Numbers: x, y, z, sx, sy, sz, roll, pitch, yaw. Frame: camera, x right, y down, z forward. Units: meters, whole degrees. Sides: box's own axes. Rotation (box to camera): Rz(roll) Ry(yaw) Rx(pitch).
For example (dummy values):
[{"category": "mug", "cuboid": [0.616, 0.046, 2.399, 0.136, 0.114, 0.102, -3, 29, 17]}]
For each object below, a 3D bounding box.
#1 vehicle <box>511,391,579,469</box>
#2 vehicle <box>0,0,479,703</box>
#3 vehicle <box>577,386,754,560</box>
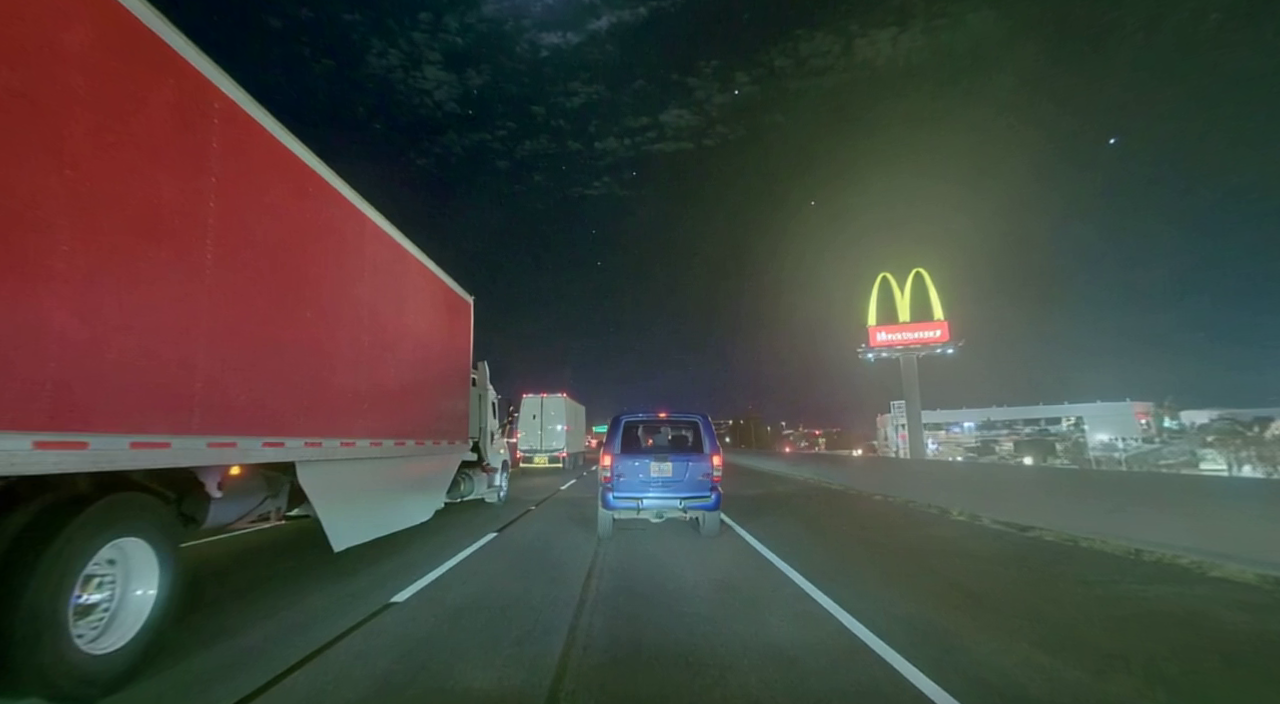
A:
[{"category": "vehicle", "cuboid": [-4.837, 4.322, 33.976, 2.617, 3.604, 9.499, 0, -9, -3]}, {"category": "vehicle", "cuboid": [-3.955, 0.383, 5.775, 2.814, 3.513, 8.529, 0, -9, -1]}, {"category": "vehicle", "cuboid": [0.178, 1.645, 9.082, 1.947, 1.910, 4.040, 0, -9, -3]}]
